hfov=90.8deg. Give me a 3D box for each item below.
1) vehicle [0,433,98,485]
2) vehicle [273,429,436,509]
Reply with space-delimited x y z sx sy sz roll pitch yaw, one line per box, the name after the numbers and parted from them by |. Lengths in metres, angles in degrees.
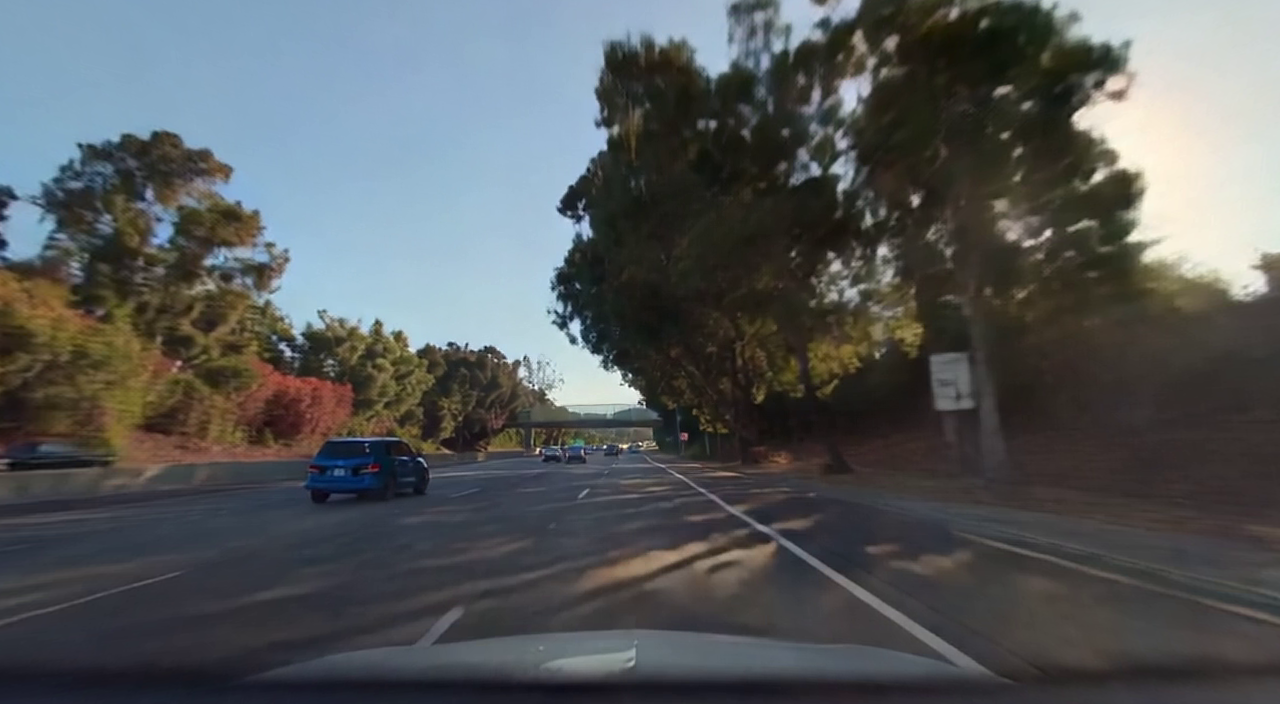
-39.928 6.932 40.970 2.765 3.067 7.632 0 -9 -1 | vehicle
-7.142 2.984 16.459 2.146 1.766 4.502 0 -9 0 | vehicle
